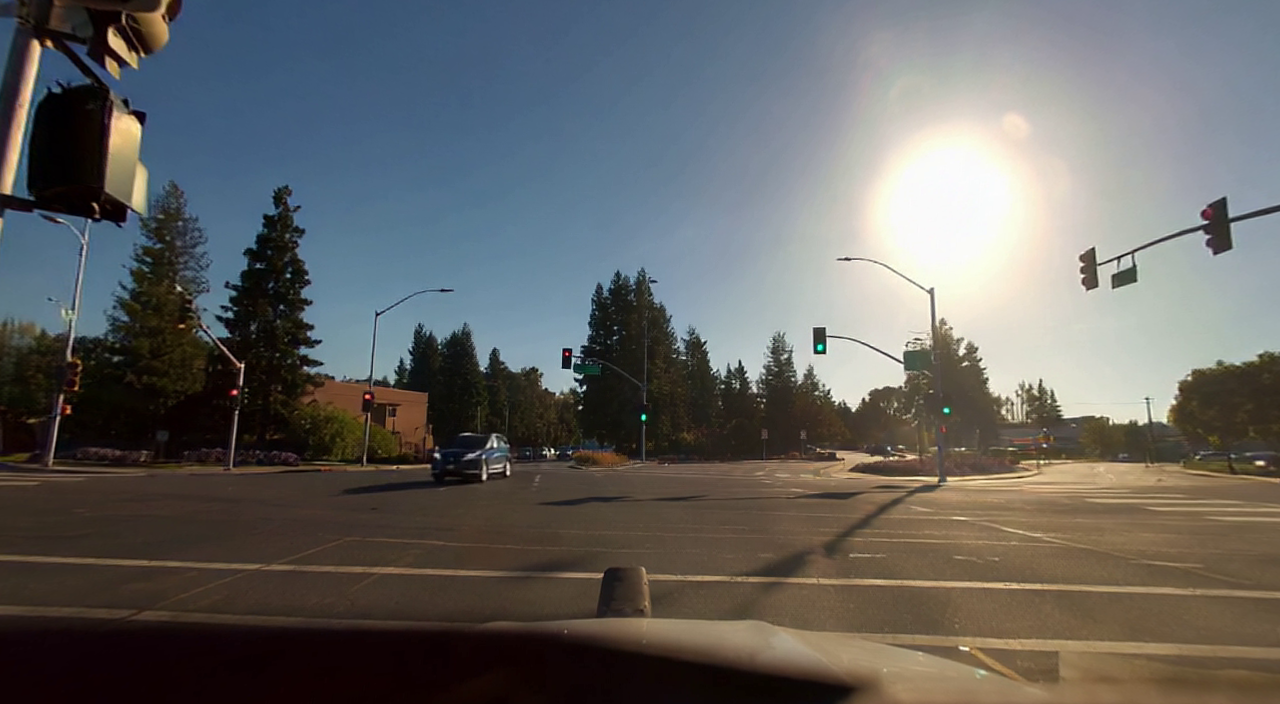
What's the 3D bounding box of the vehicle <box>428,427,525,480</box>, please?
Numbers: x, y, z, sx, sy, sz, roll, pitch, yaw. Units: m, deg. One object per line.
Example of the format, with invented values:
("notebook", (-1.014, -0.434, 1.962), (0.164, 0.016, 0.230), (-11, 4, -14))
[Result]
("vehicle", (-6.093, 3.867, 24.280), (2.234, 1.796, 5.416), (0, -8, 0))
